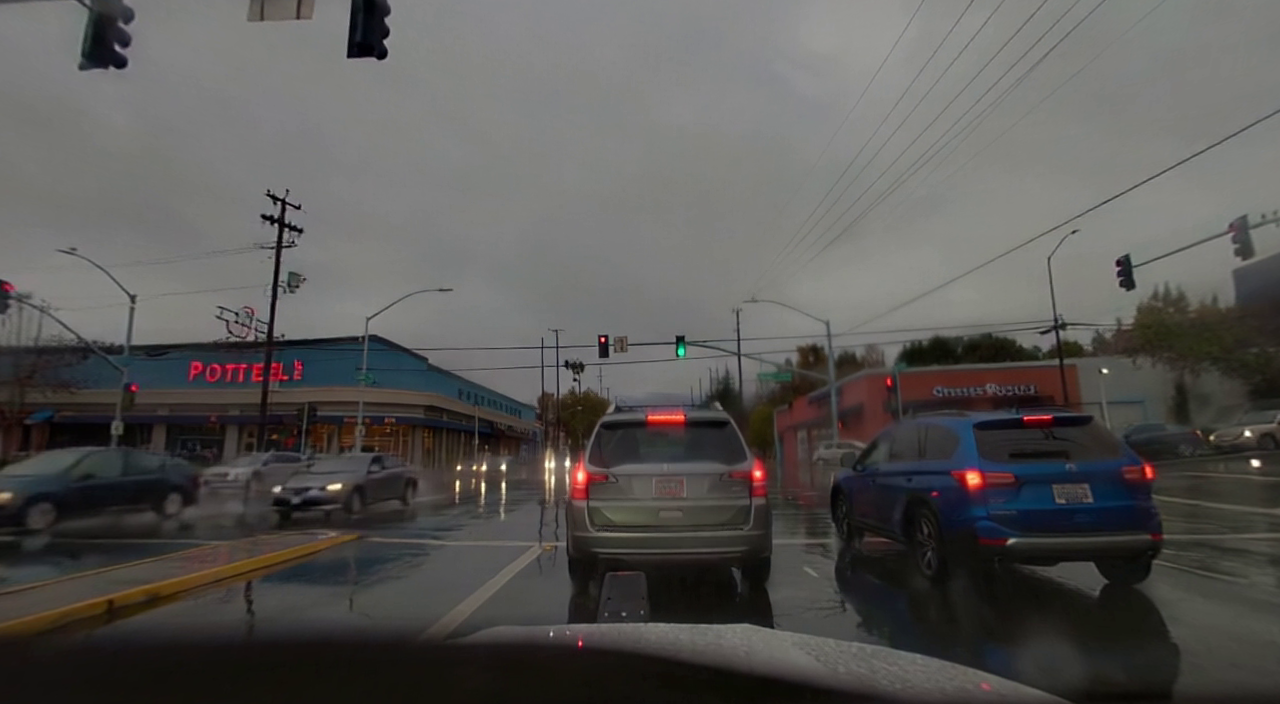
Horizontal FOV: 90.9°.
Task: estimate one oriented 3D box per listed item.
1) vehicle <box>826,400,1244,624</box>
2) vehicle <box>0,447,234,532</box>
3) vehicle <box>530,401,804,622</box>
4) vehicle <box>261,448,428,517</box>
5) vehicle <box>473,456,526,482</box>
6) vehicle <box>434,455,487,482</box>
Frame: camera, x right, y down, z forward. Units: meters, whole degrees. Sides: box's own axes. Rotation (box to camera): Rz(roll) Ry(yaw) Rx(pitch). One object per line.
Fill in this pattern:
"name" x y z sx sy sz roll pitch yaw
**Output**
"vehicle" 3.605 1.516 6.934 1.976 1.664 4.189 -1 -8 2
"vehicle" -11.526 2.828 13.729 1.958 1.493 4.795 -1 -8 3
"vehicle" 0.259 1.506 6.827 2.098 1.682 3.778 0 -8 2
"vehicle" -7.201 3.187 15.973 1.924 1.453 4.343 -1 -8 3
"vehicle" -8.909 7.503 40.530 1.911 1.461 4.691 -1 -8 6
"vehicle" -12.445 8.097 44.065 1.943 1.680 4.709 -1 -8 6
